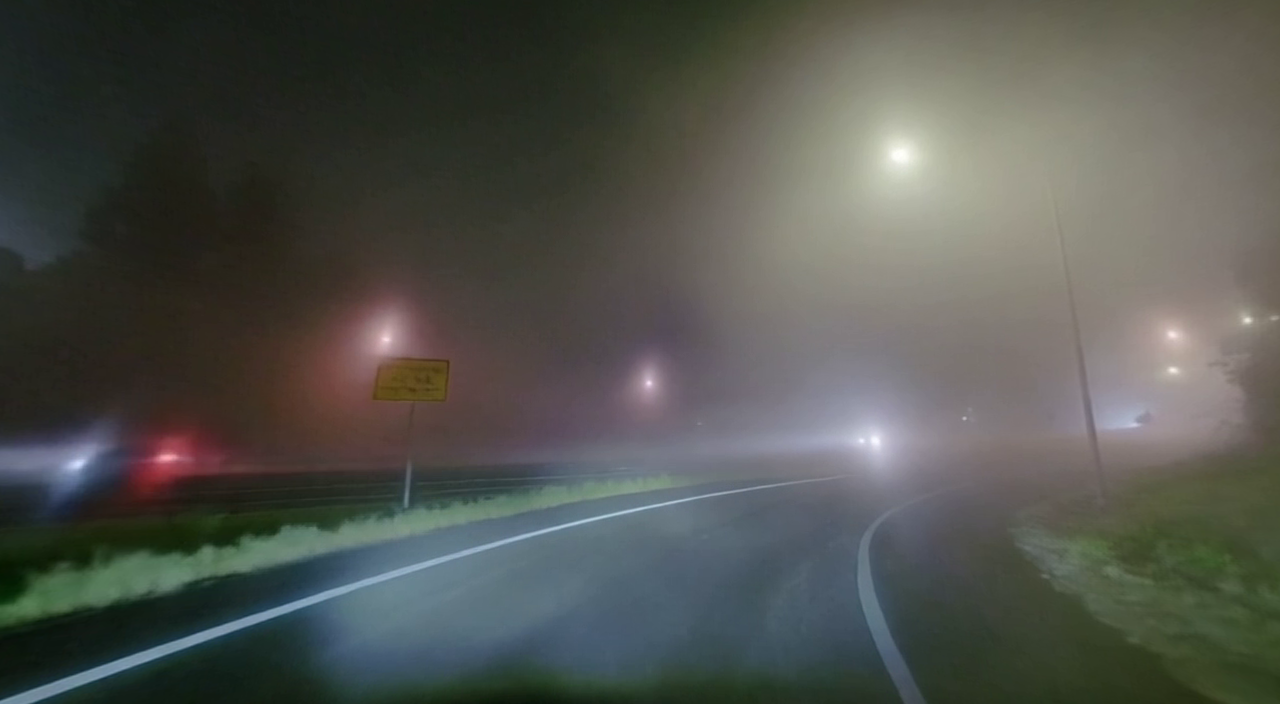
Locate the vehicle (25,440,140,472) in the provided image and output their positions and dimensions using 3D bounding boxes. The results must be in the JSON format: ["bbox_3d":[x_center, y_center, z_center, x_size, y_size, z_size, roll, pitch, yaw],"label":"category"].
[{"bbox_3d":[-26.564,4.963,30.221,3.706,1.442,1.743,4,-10,-29],"label":"vehicle"}]
